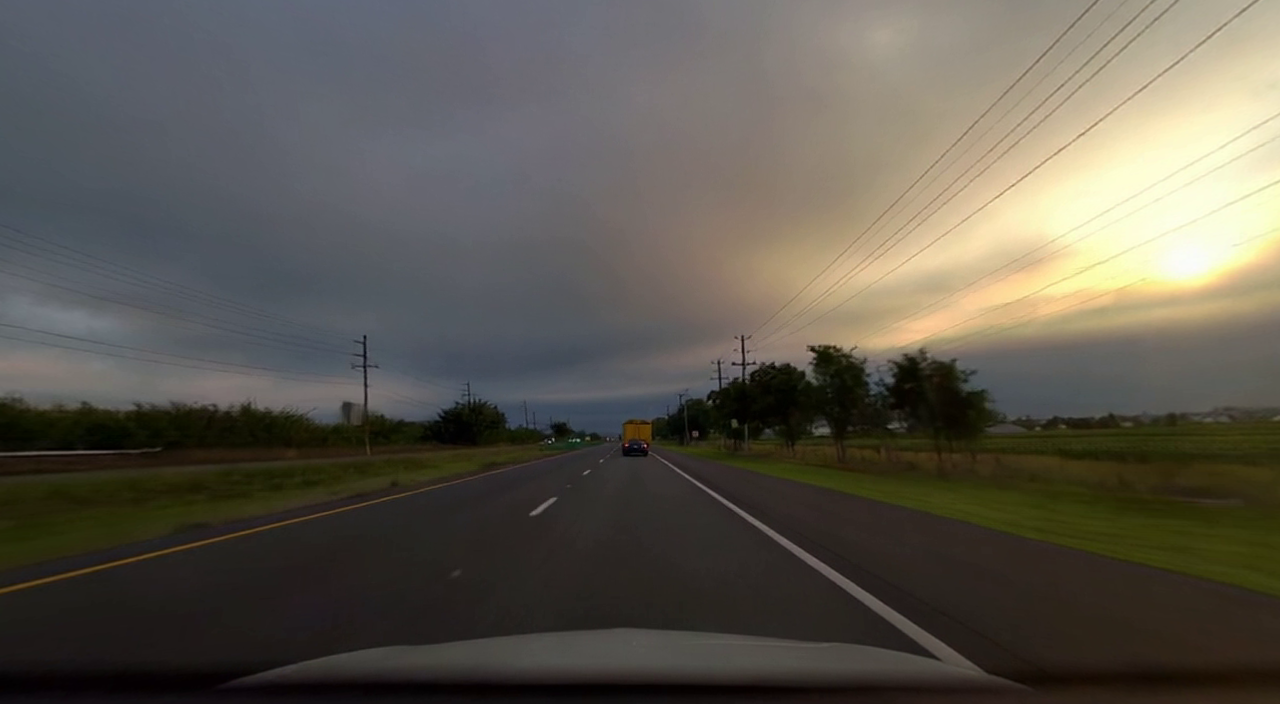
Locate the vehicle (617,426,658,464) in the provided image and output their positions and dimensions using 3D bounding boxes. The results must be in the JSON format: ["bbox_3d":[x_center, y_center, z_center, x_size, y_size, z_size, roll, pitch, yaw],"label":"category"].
[{"bbox_3d":[-0.216,5.544,37.612,2.240,2.129,4.480,0,-8,-2],"label":"vehicle"}]
